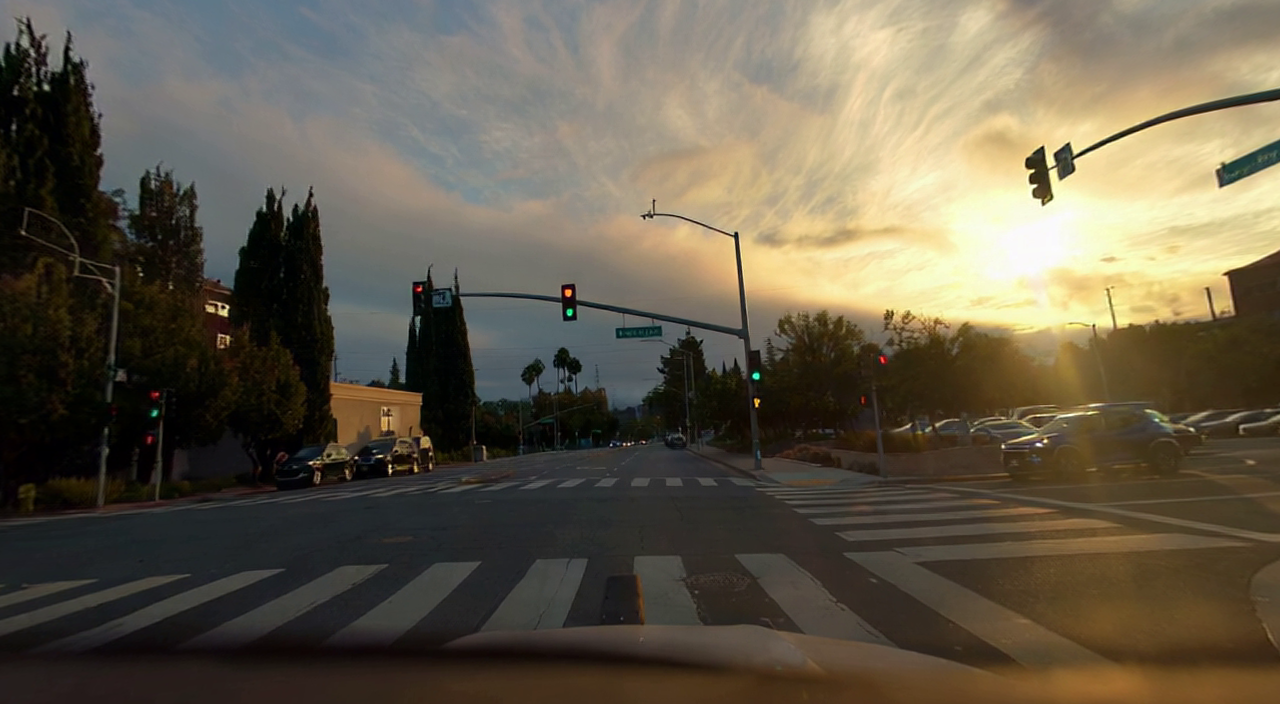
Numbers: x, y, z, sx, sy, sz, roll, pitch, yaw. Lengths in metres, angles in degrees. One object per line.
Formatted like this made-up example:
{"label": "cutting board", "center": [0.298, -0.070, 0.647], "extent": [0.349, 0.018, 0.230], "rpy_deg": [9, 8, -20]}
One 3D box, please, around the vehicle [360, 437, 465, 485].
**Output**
{"label": "vehicle", "center": [-10.187, 4.921, 28.943], "extent": [2.664, 1.940, 5.702], "rpy_deg": [0, -9, 0]}

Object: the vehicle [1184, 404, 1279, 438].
{"label": "vehicle", "center": [34.801, 4.020, 36.663], "extent": [4.326, 1.511, 1.725], "rpy_deg": [-8, -9, 16]}

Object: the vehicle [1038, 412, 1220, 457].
{"label": "vehicle", "center": [16.906, 2.913, 22.135], "extent": [4.560, 1.453, 1.851], "rpy_deg": [-3, -9, 18]}

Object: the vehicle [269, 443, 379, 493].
{"label": "vehicle", "center": [-13.814, 5.069, 28.036], "extent": [2.306, 1.957, 4.968], "rpy_deg": [0, -9, -1]}
